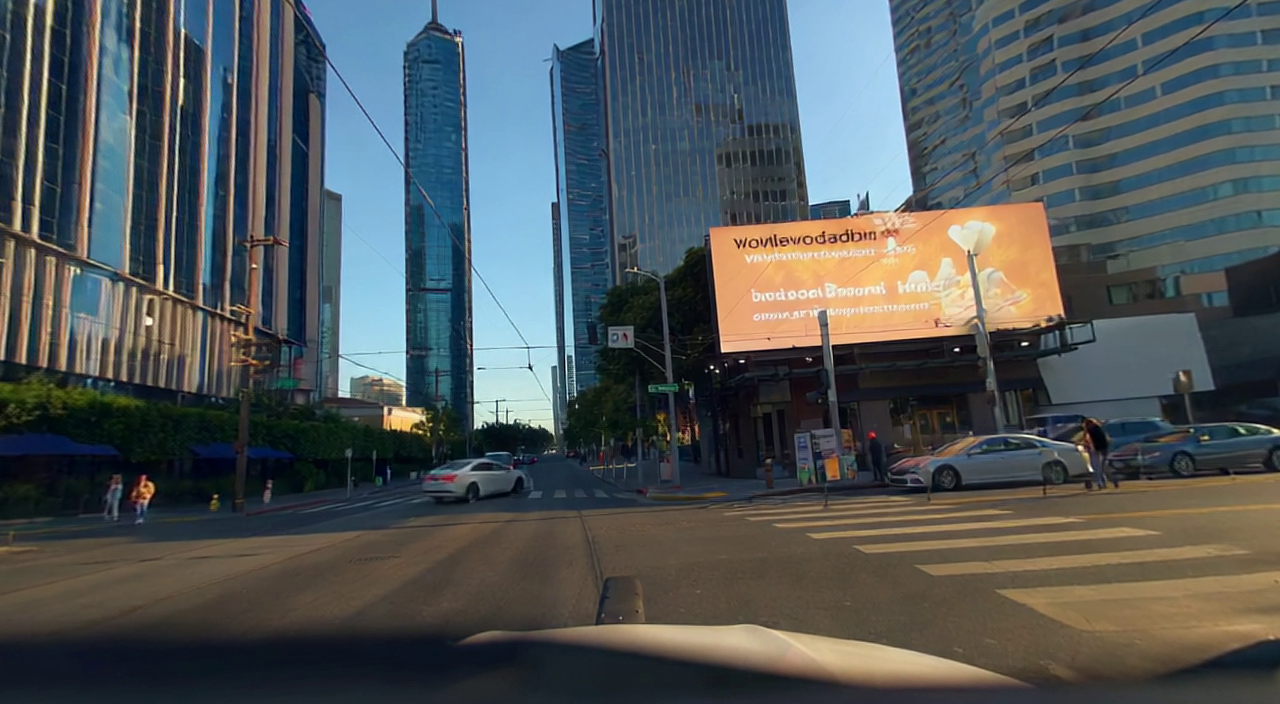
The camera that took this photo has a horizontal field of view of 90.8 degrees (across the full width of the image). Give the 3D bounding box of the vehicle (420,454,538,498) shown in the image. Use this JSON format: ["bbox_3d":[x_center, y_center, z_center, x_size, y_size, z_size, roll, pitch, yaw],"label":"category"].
[{"bbox_3d":[-6.239,4.831,25.032,1.797,1.490,4.549,-5,-10,31],"label":"vehicle"}]

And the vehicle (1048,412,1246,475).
[{"bbox_3d":[16.765,3.043,21.071,4.944,1.946,1.952,0,-8,-3],"label":"vehicle"}]

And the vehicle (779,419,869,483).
[{"bbox_3d":[7.604,4.098,26.634,2.316,2.425,4.466,1,-7,-2],"label":"vehicle"}]

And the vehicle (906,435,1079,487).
[{"bbox_3d":[11.399,3.524,20.572,4.697,1.510,1.596,0,-9,-4],"label":"vehicle"}]
